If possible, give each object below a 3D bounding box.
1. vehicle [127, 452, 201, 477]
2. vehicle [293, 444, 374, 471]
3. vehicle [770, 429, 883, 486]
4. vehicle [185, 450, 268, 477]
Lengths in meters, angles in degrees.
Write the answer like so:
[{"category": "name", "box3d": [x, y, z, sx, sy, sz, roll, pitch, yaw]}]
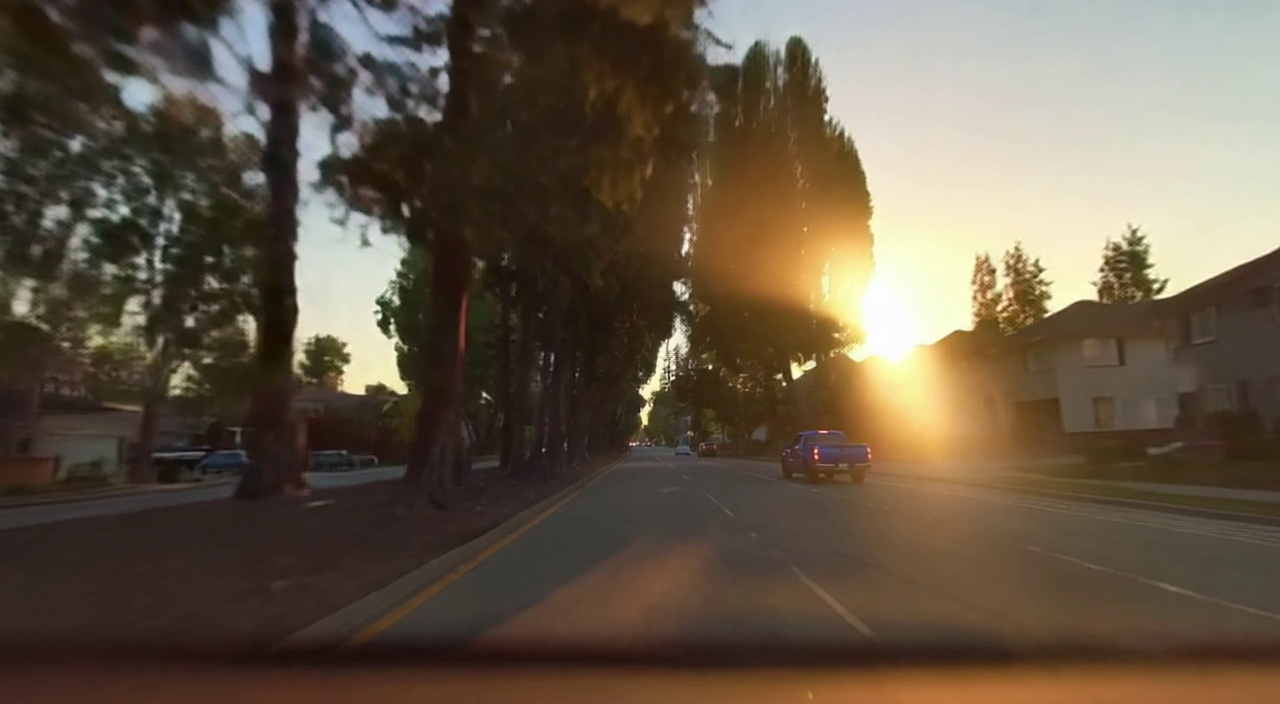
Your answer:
[{"category": "vehicle", "box3d": [-36.274, 8.543, 48.081, 4.128, 1.570, 1.995, -4, -7, 5]}, {"category": "vehicle", "box3d": [-24.231, 8.299, 49.880, 5.541, 2.074, 2.416, -3, -9, 19]}, {"category": "vehicle", "box3d": [6.415, 3.708, 22.571, 2.262, 1.769, 5.666, 0, -8, -1]}, {"category": "vehicle", "box3d": [-30.735, 8.263, 46.864, 5.297, 1.831, 2.122, -2, -9, 16]}]
